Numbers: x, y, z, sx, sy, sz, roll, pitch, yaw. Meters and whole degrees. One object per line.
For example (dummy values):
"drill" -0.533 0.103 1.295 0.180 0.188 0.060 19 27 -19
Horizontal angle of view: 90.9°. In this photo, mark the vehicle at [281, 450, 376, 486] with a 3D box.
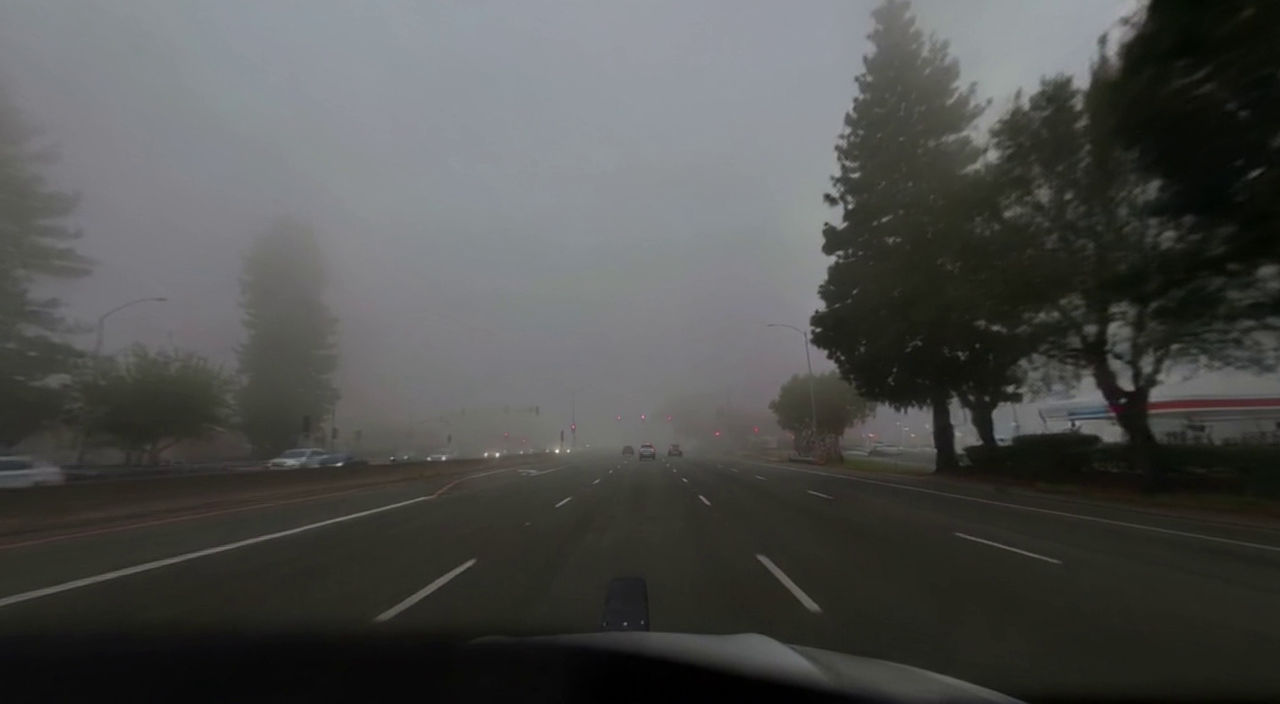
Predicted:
"vehicle" -14.032 5.229 28.754 1.951 1.470 4.673 0 -9 0

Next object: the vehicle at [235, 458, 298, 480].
"vehicle" -26.341 8.239 44.616 1.698 1.428 4.539 0 -9 0
